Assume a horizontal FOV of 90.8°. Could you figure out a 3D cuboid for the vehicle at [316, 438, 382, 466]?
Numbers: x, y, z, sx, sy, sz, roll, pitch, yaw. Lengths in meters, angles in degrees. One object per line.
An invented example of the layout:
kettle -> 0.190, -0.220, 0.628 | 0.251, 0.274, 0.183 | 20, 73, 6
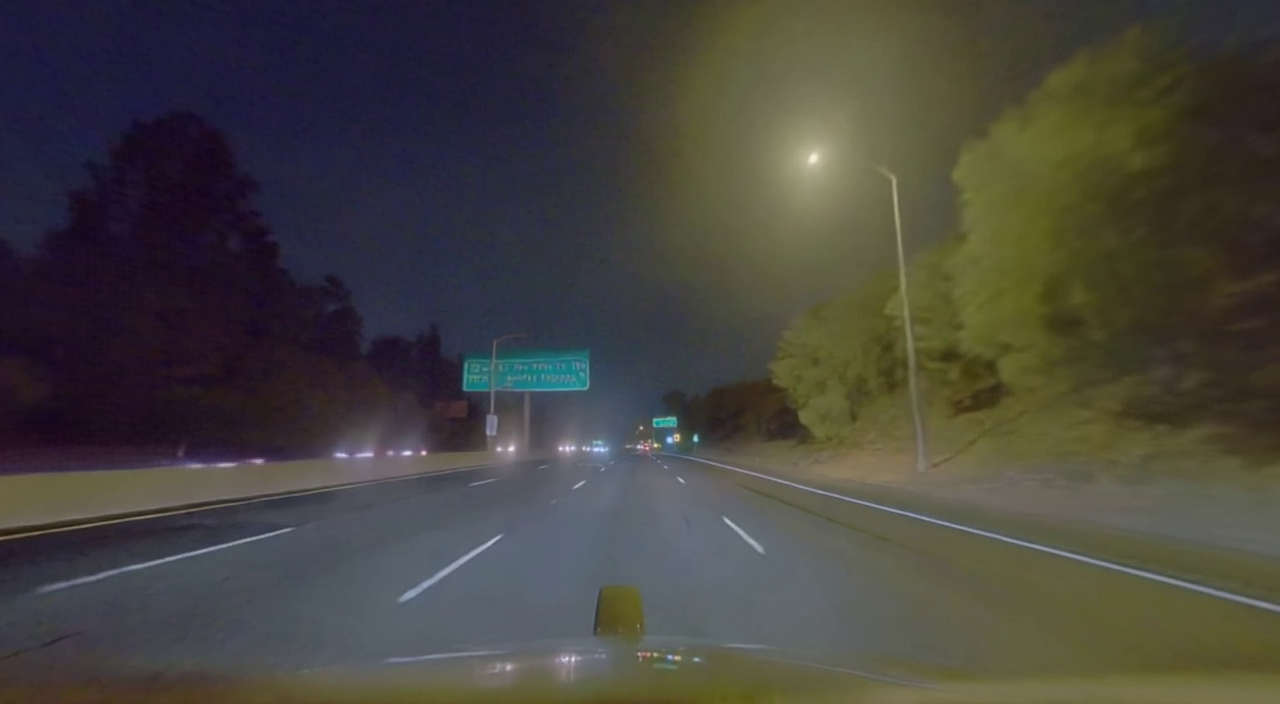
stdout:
vehicle -> -17.442, 5.995, 38.067 | 1.861, 1.565, 4.374 | 0, -8, 0
